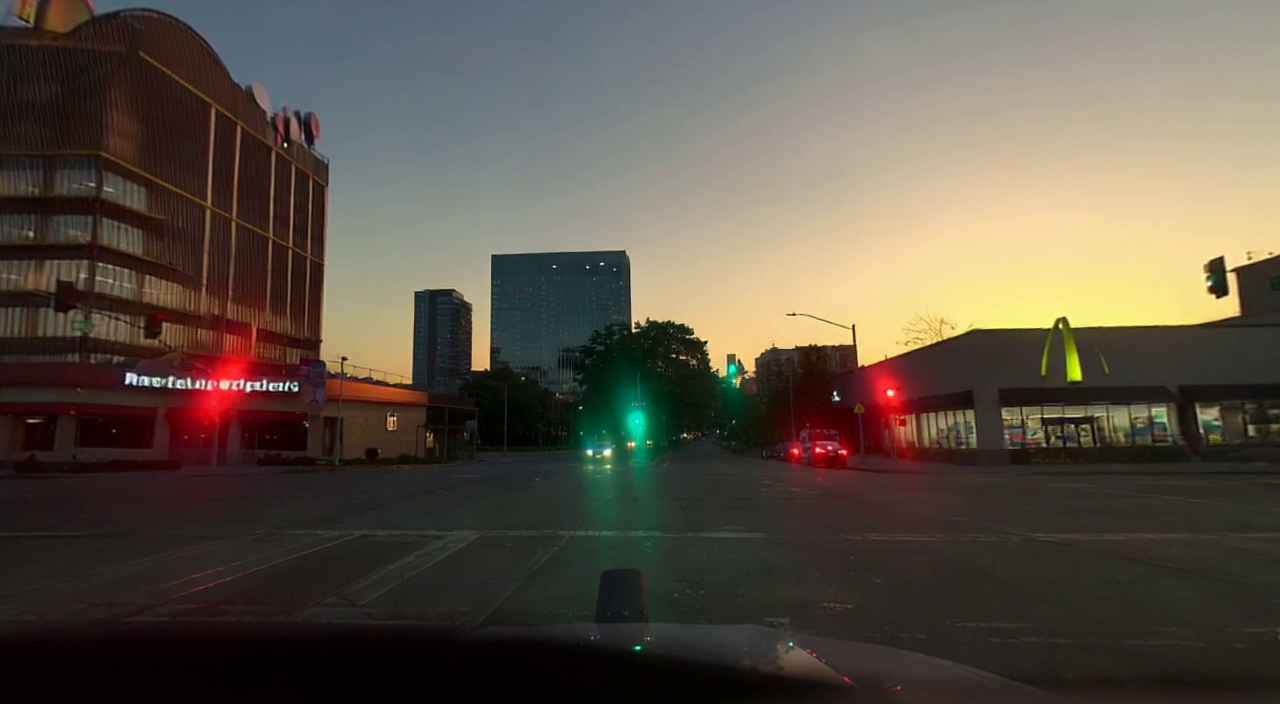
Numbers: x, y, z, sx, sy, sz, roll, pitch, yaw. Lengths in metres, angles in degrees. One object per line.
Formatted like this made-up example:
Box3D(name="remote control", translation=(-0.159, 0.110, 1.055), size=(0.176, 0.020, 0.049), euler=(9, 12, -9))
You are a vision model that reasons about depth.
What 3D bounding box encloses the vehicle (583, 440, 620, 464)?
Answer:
Box3D(name="vehicle", translation=(-2.511, 6.635, 41.933), size=(2.104, 1.468, 4.195), euler=(0, -8, 1))
